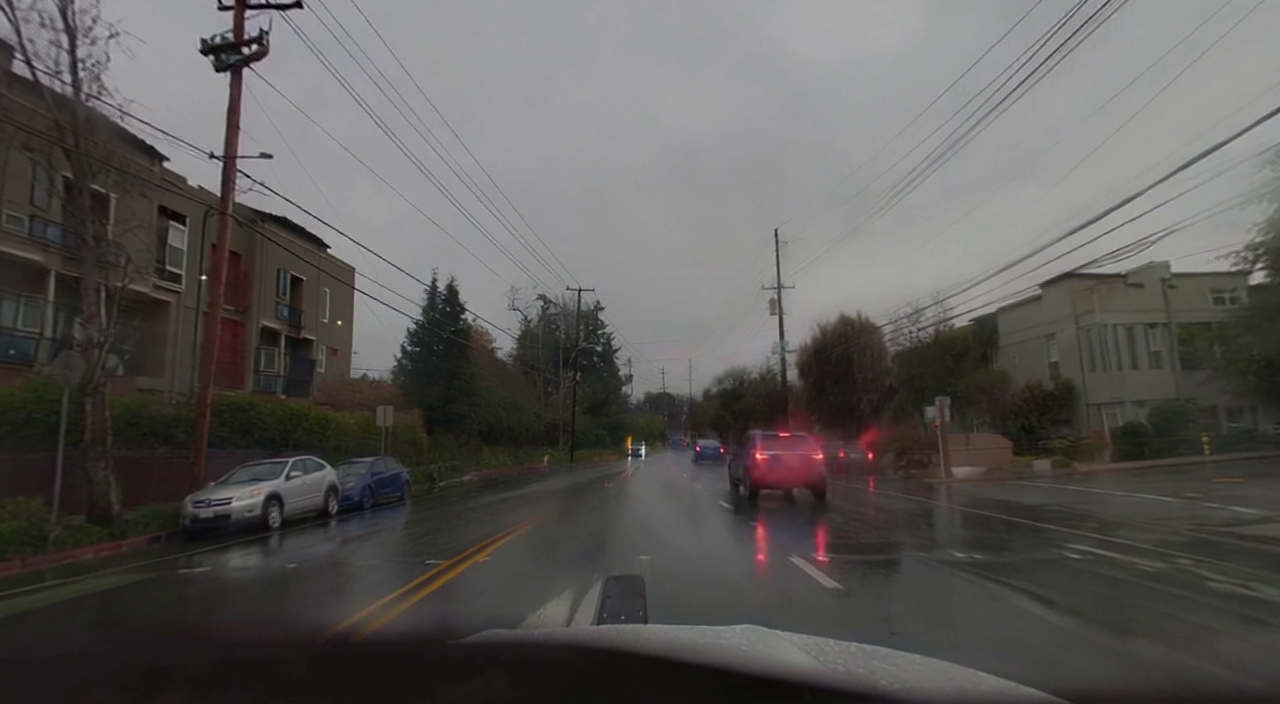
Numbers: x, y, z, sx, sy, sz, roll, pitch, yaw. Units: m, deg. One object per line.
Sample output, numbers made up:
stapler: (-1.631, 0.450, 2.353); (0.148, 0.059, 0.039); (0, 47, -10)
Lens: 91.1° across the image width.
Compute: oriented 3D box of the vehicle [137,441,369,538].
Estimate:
vehicle: (-8.483, 3.002, 14.490); (2.381, 1.825, 4.652); (0, -8, 0)

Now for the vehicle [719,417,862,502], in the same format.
vehicle: (3.628, 2.732, 16.333); (2.368, 1.840, 4.896); (0, -8, -2)

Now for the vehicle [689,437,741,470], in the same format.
vehicle: (3.727, 5.111, 31.875); (2.028, 1.552, 4.370); (0, -8, -1)
